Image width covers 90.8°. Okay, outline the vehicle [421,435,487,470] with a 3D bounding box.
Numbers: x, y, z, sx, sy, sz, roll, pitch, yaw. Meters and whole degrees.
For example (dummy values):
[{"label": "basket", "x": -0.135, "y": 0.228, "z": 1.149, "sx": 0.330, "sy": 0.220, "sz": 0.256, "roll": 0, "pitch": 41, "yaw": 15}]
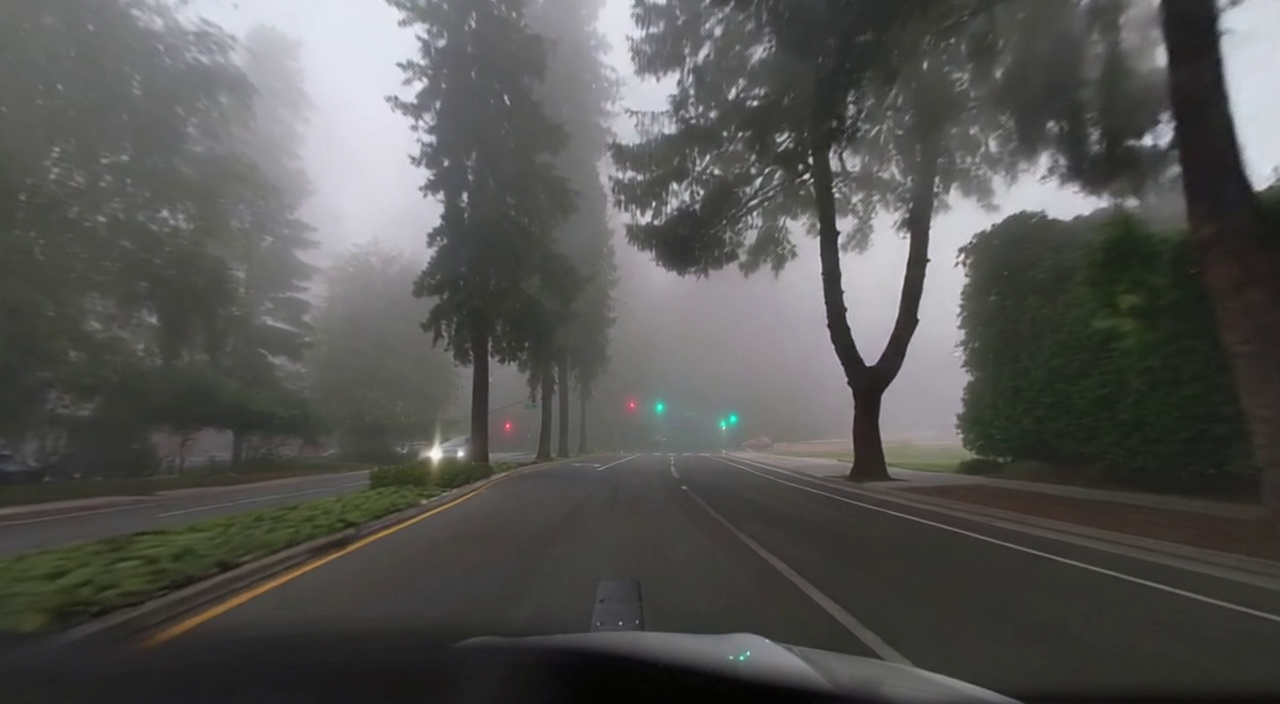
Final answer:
[{"label": "vehicle", "x": -11.072, "y": 6.021, "z": 38.118, "sx": 2.174, "sy": 1.855, "sz": 5.452, "roll": -2, "pitch": -8, "yaw": 2}]
